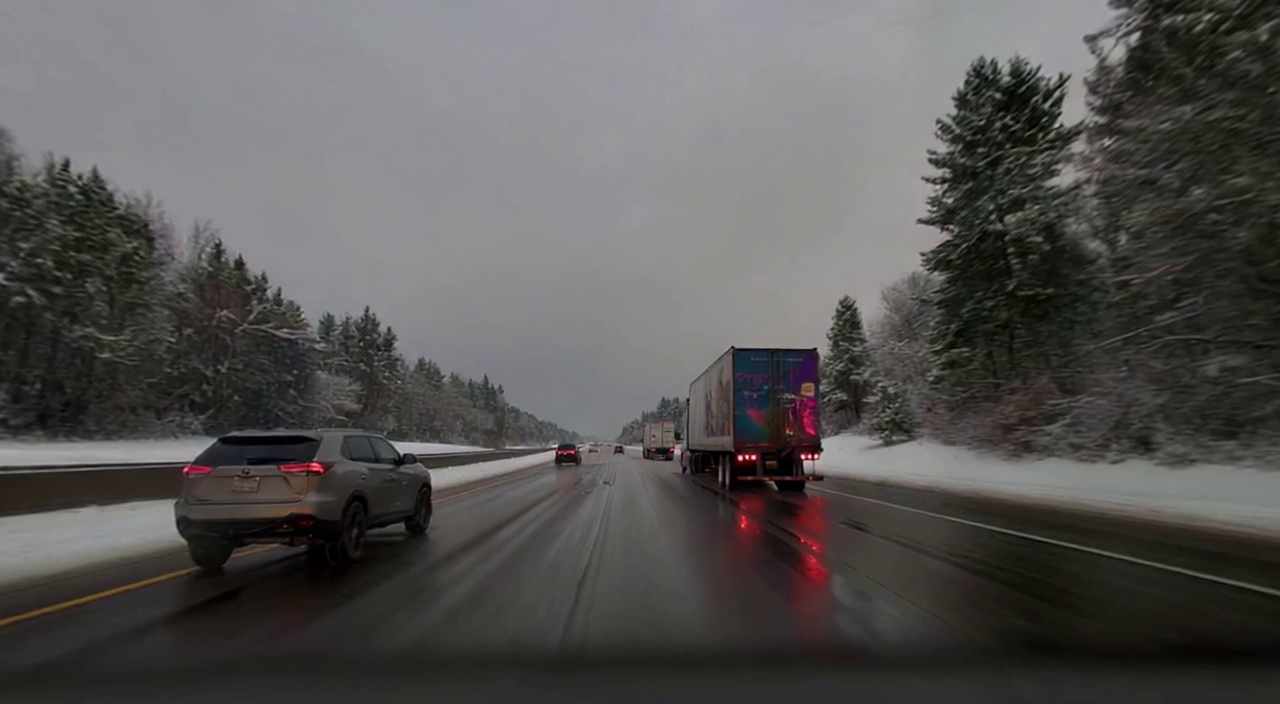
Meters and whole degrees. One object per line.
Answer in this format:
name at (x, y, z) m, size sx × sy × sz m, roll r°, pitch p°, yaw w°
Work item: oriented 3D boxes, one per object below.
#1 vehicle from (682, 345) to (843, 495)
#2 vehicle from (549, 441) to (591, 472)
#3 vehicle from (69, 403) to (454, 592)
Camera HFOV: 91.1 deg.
vehicle at (3.723, 2.854, 23.814) m, size 2.933 × 4.016 × 13.949 m, roll 0°, pitch -9°, yaw -1°
vehicle at (-4.234, 6.393, 38.604) m, size 2.139 × 1.716 × 4.530 m, roll 0°, pitch -9°, yaw -1°
vehicle at (-4.262, 1.728, 8.312) m, size 2.202 × 1.760 × 4.617 m, roll 0°, pitch -9°, yaw 0°
